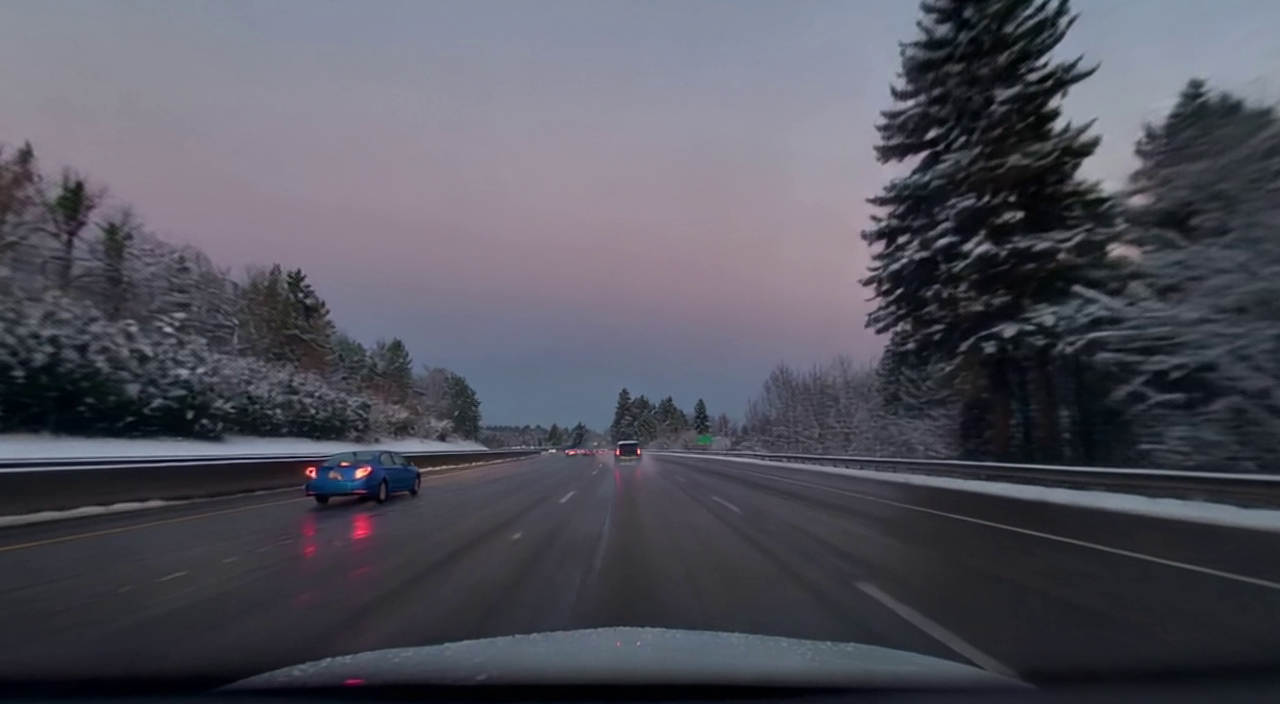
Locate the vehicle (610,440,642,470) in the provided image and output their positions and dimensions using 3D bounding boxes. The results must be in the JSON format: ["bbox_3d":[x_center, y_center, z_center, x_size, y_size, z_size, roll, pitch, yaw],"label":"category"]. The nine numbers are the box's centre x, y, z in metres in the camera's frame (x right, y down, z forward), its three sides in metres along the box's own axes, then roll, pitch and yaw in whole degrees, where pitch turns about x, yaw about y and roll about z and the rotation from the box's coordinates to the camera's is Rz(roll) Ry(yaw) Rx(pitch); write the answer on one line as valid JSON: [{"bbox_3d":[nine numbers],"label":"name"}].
[{"bbox_3d":[-0.995,6.882,42.224,1.990,1.878,4.079,0,-9,-3],"label":"vehicle"}]

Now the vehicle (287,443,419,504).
[{"bbox_3d":[-7.750,3.286,17.536,1.915,1.479,3.843,0,-9,-1],"label":"vehicle"}]
